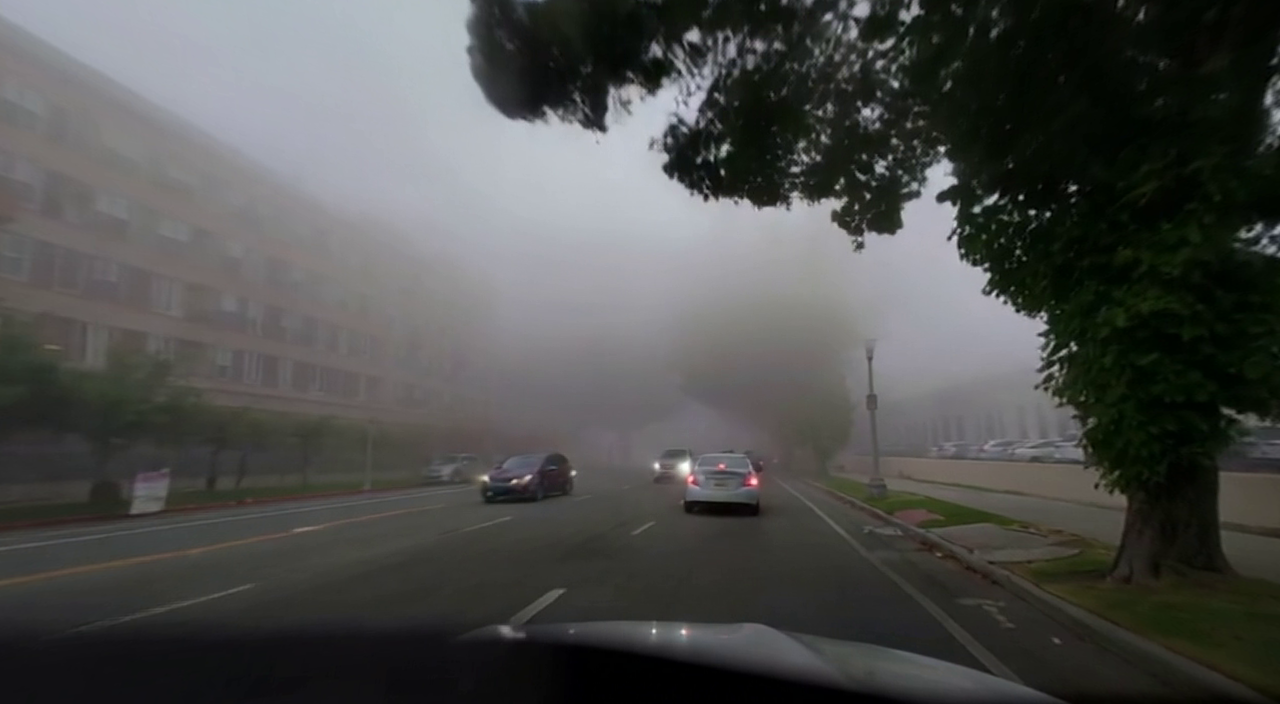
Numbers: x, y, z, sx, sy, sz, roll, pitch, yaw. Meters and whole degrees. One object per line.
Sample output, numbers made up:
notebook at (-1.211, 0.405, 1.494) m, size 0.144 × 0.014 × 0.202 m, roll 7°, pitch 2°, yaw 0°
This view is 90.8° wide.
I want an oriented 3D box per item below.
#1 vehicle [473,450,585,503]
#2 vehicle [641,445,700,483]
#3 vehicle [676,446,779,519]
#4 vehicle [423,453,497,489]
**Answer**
vehicle at (-3.459, 4.003, 20.798) m, size 2.170 × 1.465 × 4.648 m, roll -2°, pitch -9°, yaw 10°
vehicle at (1.596, 5.475, 31.323) m, size 2.294 × 1.695 × 4.792 m, roll -2°, pitch -9°, yaw 10°
vehicle at (2.169, 3.057, 15.429) m, size 2.116 × 1.479 × 4.358 m, roll -2°, pitch -9°, yaw 9°
vehicle at (-9.222, 6.113, 32.702) m, size 1.982 × 1.445 × 4.458 m, roll -7°, pitch -9°, yaw 7°
